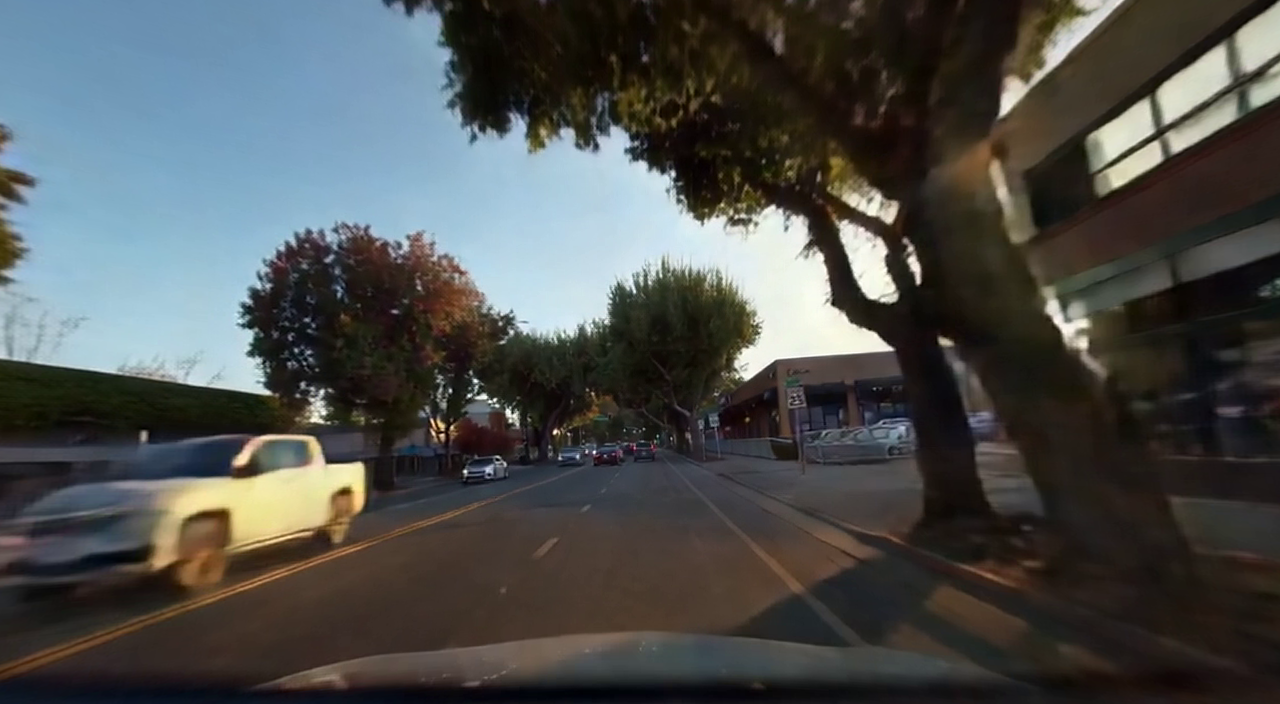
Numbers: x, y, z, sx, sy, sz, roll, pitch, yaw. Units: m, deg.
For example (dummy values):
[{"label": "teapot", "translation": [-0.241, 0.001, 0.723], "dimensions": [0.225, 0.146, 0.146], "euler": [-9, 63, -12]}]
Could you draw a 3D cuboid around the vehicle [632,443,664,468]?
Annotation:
[{"label": "vehicle", "translation": [0.501, 6.723, 41.118], "dimensions": [2.020, 1.478, 3.922], "euler": [0, -8, 0]}]

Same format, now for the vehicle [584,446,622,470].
[{"label": "vehicle", "translation": [-2.234, 6.635, 39.712], "dimensions": [2.099, 1.424, 4.609], "euler": [0, -8, 0]}]

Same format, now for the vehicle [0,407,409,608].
[{"label": "vehicle", "translation": [-6.116, 2.187, 10.121], "dimensions": [2.644, 2.161, 5.825], "euler": [-2, -8, 0]}]

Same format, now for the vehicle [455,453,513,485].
[{"label": "vehicle", "translation": [-8.294, 6.243, 33.943], "dimensions": [1.952, 1.540, 4.413], "euler": [-1, -8, 1]}]
